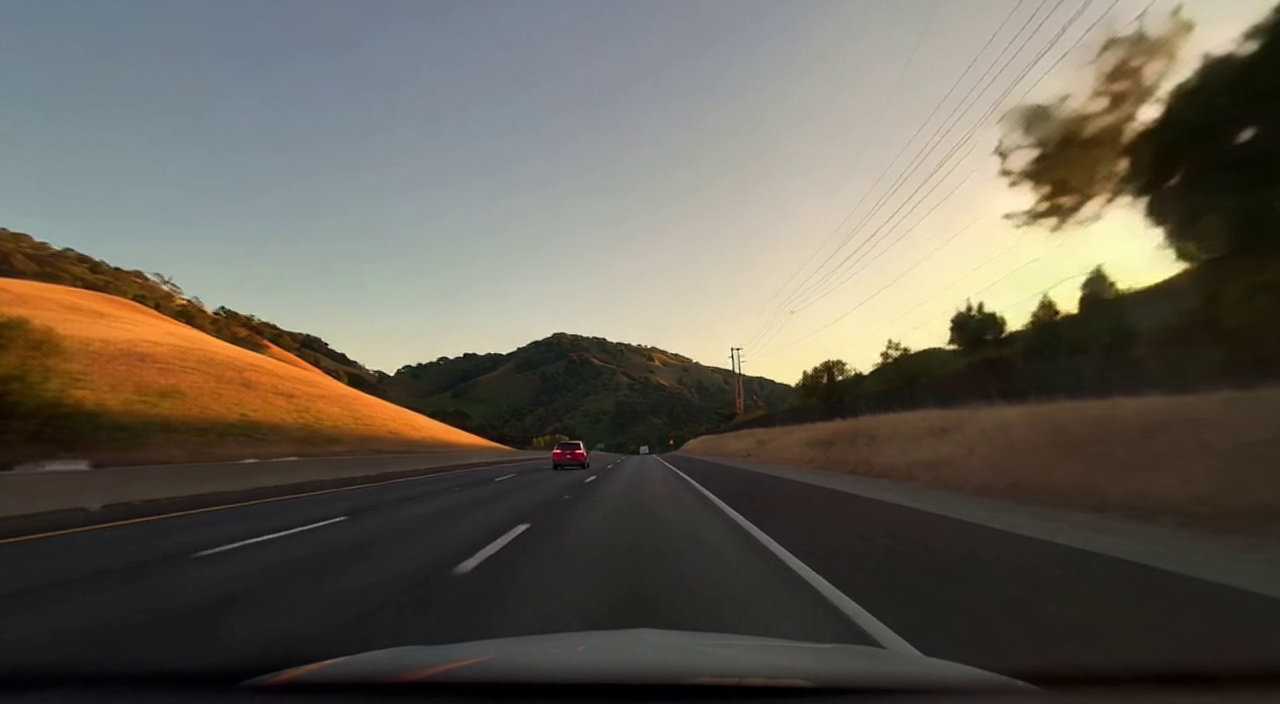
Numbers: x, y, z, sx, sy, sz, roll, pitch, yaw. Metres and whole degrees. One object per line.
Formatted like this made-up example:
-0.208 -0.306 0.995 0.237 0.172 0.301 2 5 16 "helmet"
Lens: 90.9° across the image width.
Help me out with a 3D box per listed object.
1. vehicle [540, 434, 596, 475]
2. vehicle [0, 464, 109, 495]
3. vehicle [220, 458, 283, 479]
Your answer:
-3.446 5.041 31.188 2.136 1.845 4.515 0 -8 1 "vehicle"
-34.032 7.344 36.688 1.872 1.500 5.003 0 -8 0 "vehicle"
-29.867 8.958 48.642 1.848 1.452 4.598 0 -8 0 "vehicle"
